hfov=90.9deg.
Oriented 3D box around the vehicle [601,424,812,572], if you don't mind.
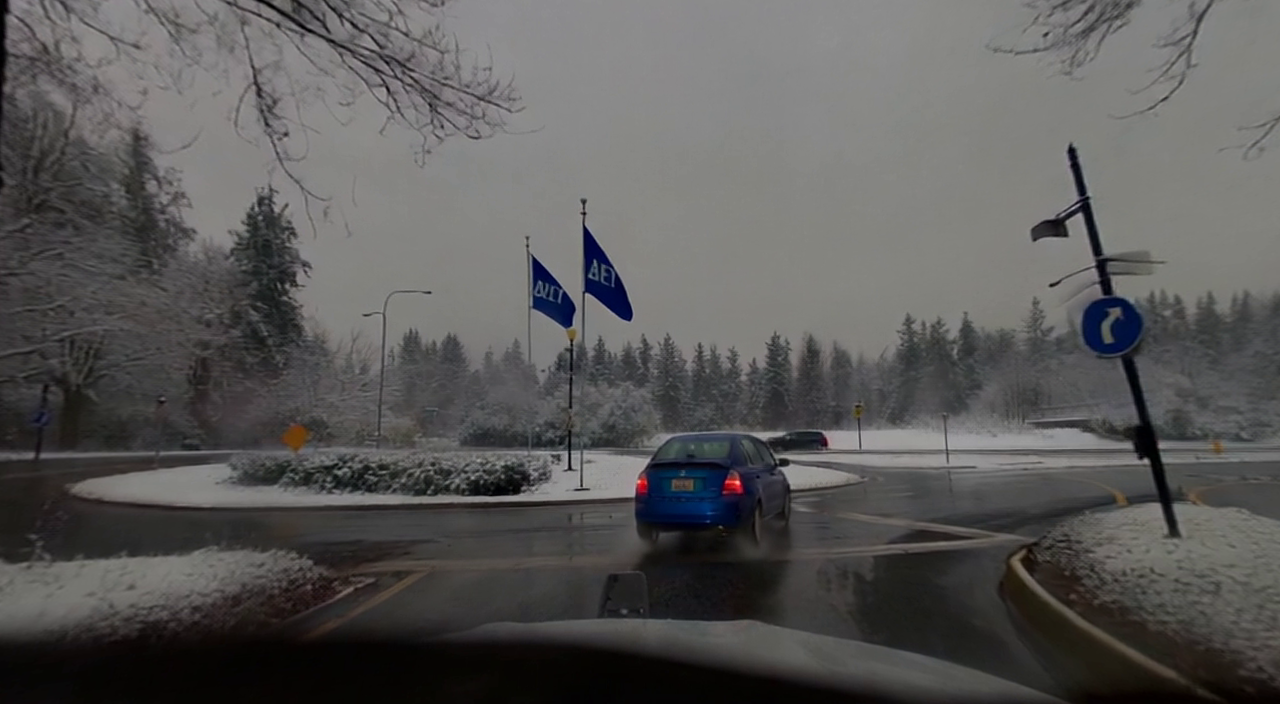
[{"bbox_3d":[1.201,1.966,9.213,2.078,1.607,4.010,-4,-10,20],"label":"vehicle"}]
